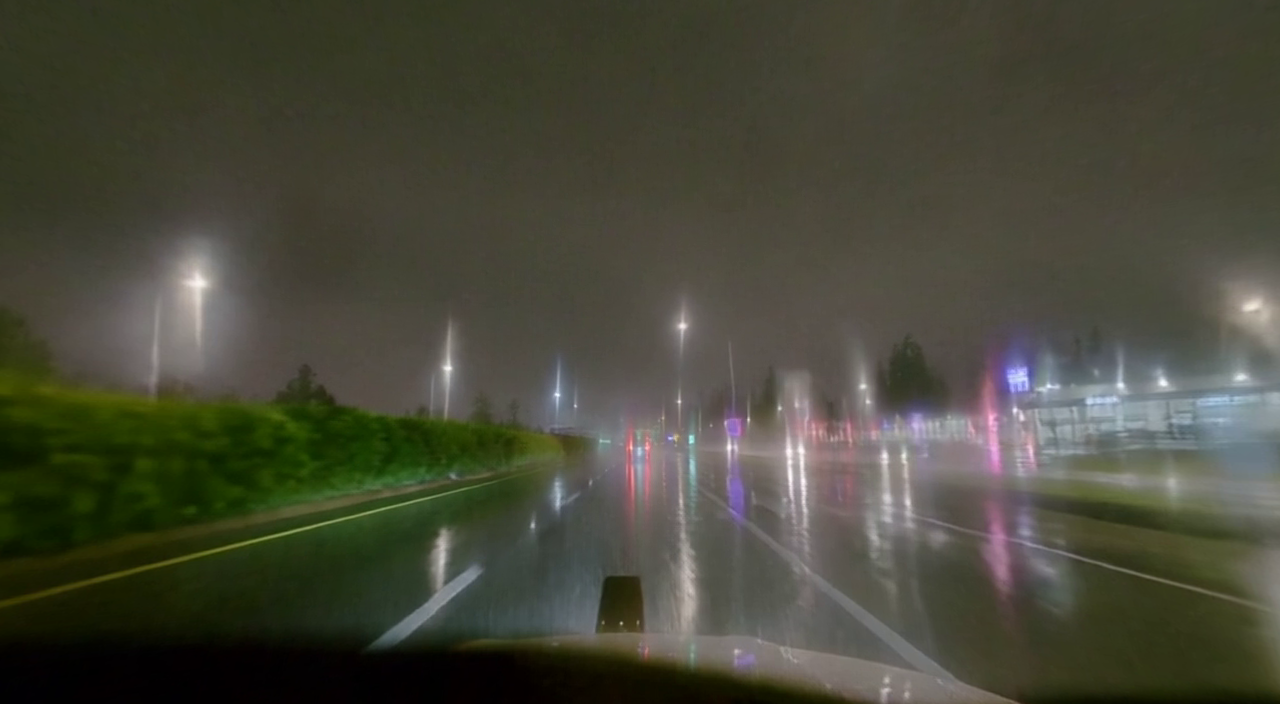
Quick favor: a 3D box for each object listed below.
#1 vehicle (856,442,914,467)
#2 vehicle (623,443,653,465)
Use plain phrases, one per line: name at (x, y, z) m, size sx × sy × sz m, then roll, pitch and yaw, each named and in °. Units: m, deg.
vehicle at (15.969, 6.722, 41.263) m, size 1.987 × 1.517 × 4.405 m, roll 0°, pitch -9°, yaw 0°
vehicle at (-0.183, 7.637, 47.215) m, size 2.110 × 1.555 × 4.431 m, roll 0°, pitch -9°, yaw -1°
